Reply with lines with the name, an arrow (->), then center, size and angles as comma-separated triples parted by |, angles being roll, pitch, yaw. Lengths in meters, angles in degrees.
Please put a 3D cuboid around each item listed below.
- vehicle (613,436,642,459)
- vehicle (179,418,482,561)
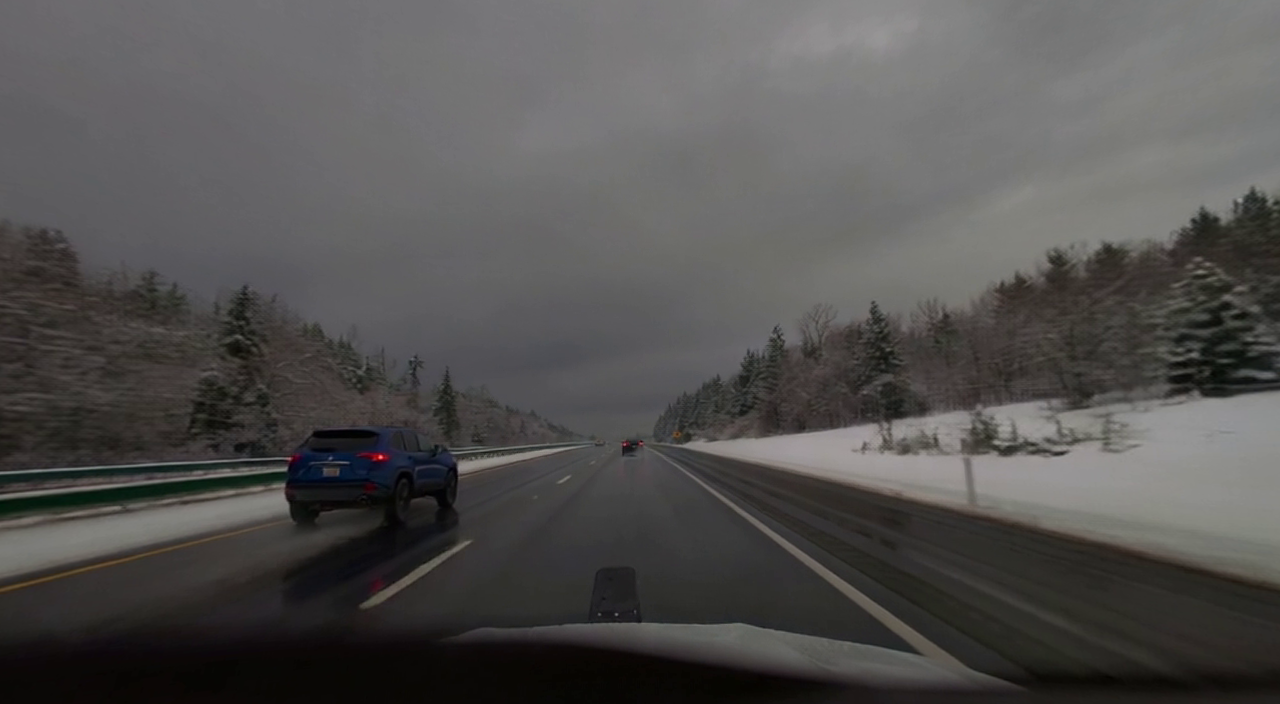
vehicle -> -0.809, 6.220, 41.280 | 1.836, 1.450, 3.519 | 0, -8, -1
vehicle -> -3.992, 1.825, 9.335 | 2.072, 1.545, 4.767 | 0, -8, 0
